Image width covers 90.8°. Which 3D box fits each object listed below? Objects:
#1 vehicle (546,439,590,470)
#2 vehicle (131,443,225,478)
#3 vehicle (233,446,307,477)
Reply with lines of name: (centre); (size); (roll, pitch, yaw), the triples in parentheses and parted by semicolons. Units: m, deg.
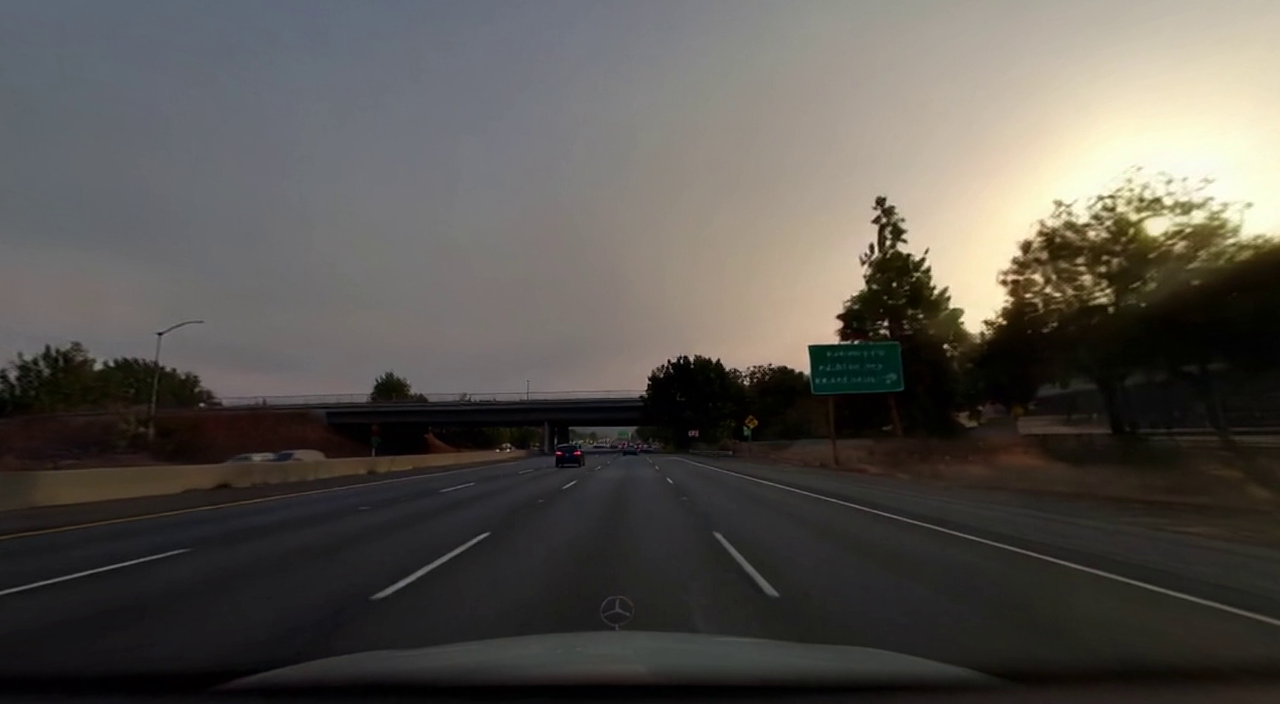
vehicle: (-4.277, 6.167, 38.238); (2.102, 1.727, 4.704); (0, -9, 0)
vehicle: (-20.569, 4.842, 28.309); (1.593, 1.407, 3.388); (-2, -9, 1)
vehicle: (-16.810, 4.971, 28.861); (1.416, 1.312, 3.200); (0, -9, 1)
